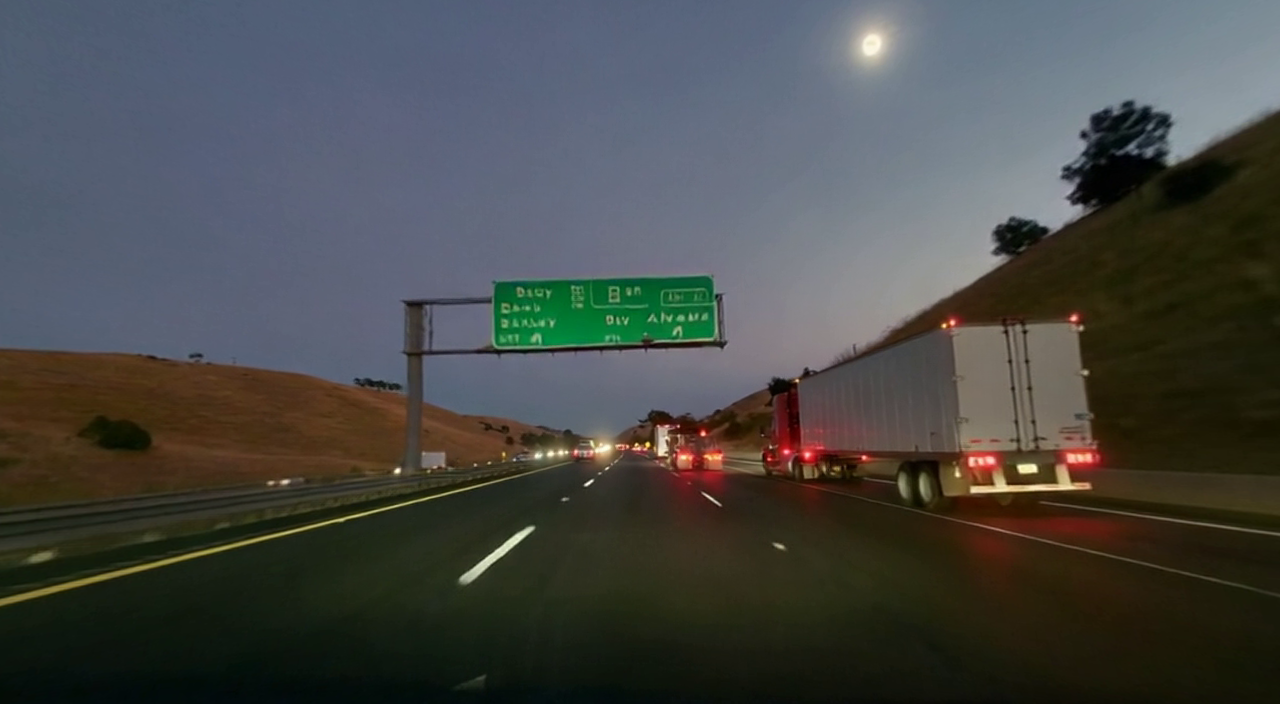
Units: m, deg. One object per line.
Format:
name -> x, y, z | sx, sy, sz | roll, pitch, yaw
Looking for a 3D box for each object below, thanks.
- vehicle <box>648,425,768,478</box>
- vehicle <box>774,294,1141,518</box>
vehicle -> 3.000, 4.525, 28.752 | 5.075, 2.277, 2.365 | 0, -9, -3
vehicle -> 7.588, 2.209, 19.923 | 2.935, 4.187, 16.357 | 0, -9, -1
